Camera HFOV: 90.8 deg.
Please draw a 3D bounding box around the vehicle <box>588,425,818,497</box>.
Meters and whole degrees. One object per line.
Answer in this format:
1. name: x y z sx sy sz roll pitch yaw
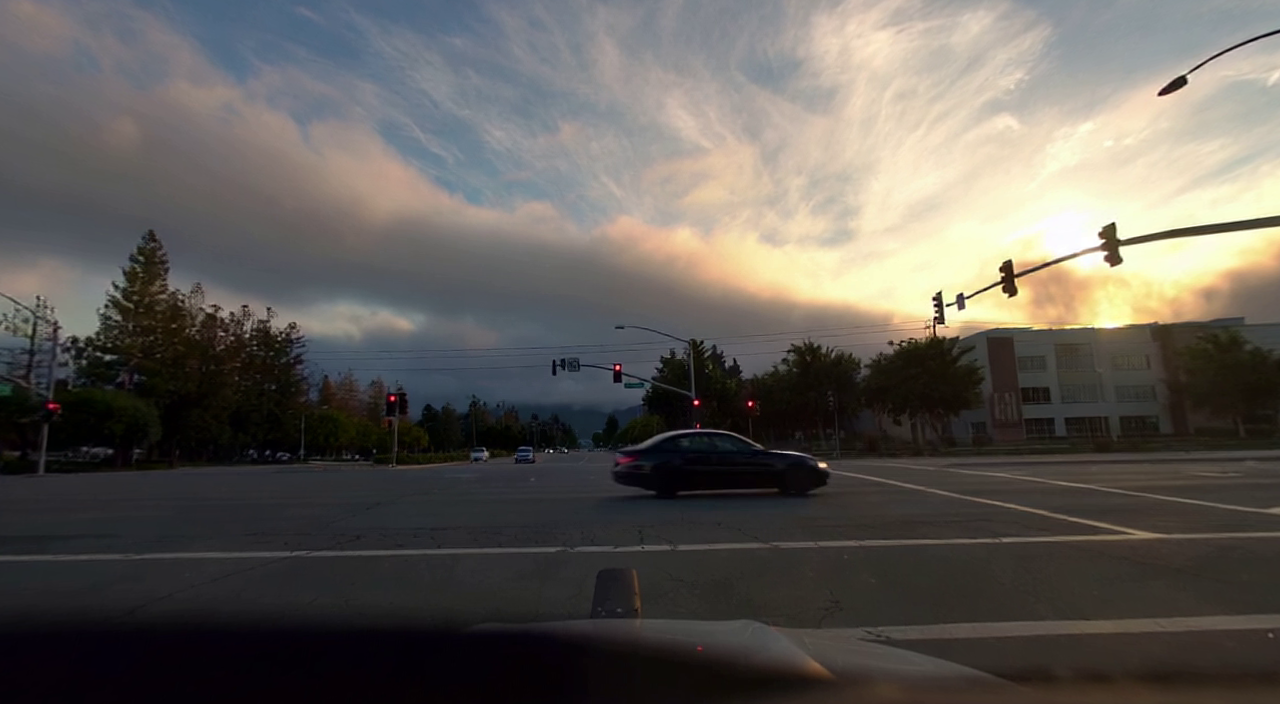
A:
1. vehicle: 1.248 2.371 13.963 4.736 1.445 1.933 0 -8 -3
